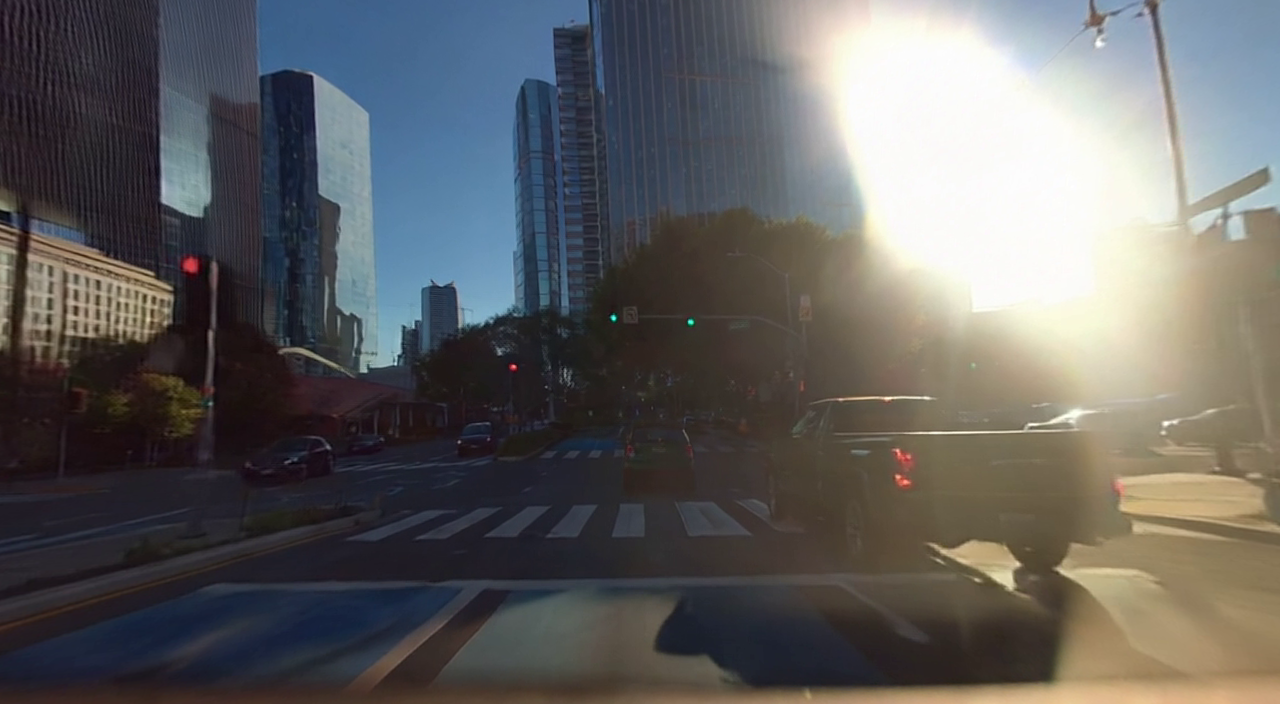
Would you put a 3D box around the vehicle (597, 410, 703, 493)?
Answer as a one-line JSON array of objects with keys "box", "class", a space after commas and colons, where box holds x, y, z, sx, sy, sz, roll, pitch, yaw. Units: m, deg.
[{"box": [0.187, 2.464, 15.801, 2.283, 1.773, 4.255, 0, -9, -1], "class": "vehicle"}]

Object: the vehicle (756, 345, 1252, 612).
[{"box": [3.392, 1.439, 8.137, 2.487, 2.048, 6.443, 0, -9, -1], "class": "vehicle"}]

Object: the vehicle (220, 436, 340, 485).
[{"box": [-13.545, 4.093, 24.098, 2.062, 1.697, 4.321, 0, -9, 0], "class": "vehicle"}]
